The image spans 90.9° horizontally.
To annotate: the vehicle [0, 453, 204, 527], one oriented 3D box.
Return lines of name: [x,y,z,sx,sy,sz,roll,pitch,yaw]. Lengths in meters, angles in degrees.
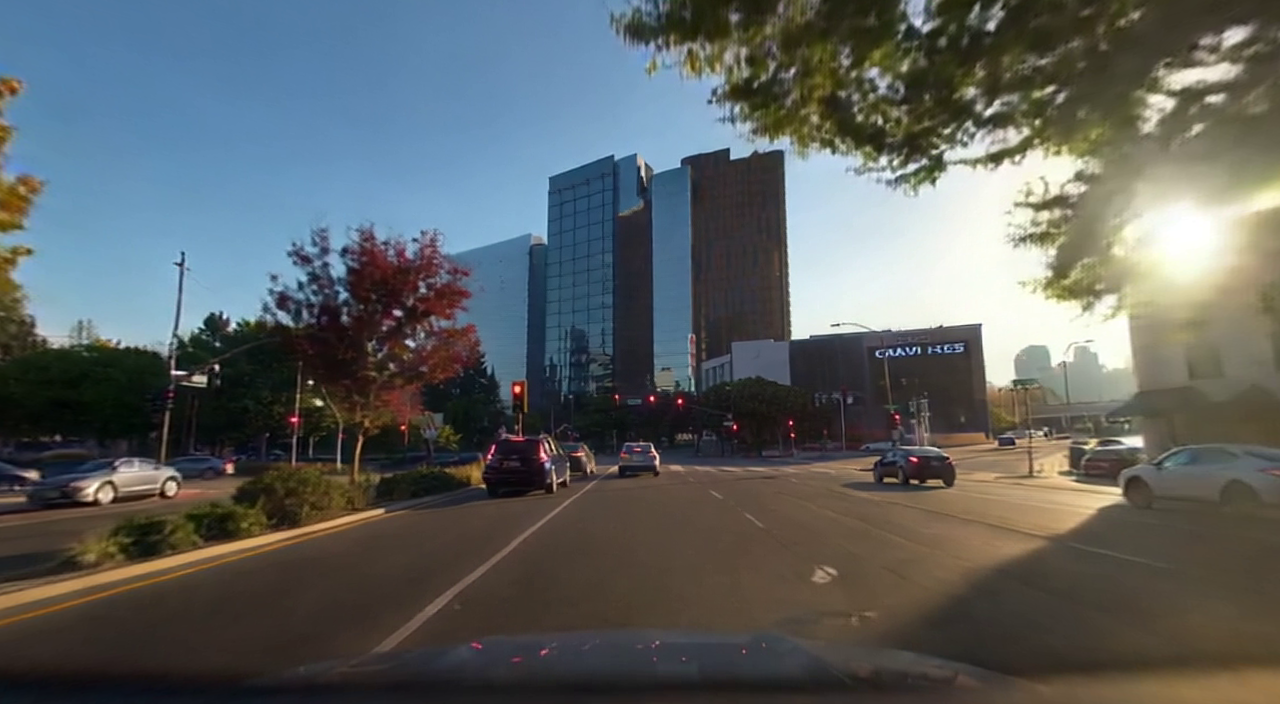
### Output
vehicle: [-12.898,3.129,14.748,4.481,1.455,2.068,-3,-9,19]

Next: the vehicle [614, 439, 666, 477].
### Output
vehicle: [0.000,4.541,27.194,2.059,1.477,3.988,0,-8,0]

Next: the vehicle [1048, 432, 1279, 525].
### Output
vehicle: [10.397,2.358,12.339,1.936,1.474,4.331,0,-8,0]

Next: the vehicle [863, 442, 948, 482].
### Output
vehicle: [11.151,4.613,26.802,1.935,1.435,4.141,3,-8,1]

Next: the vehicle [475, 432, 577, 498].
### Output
vehicle: [-3.187,3.256,18.652,2.057,1.678,4.639,0,-8,1]
